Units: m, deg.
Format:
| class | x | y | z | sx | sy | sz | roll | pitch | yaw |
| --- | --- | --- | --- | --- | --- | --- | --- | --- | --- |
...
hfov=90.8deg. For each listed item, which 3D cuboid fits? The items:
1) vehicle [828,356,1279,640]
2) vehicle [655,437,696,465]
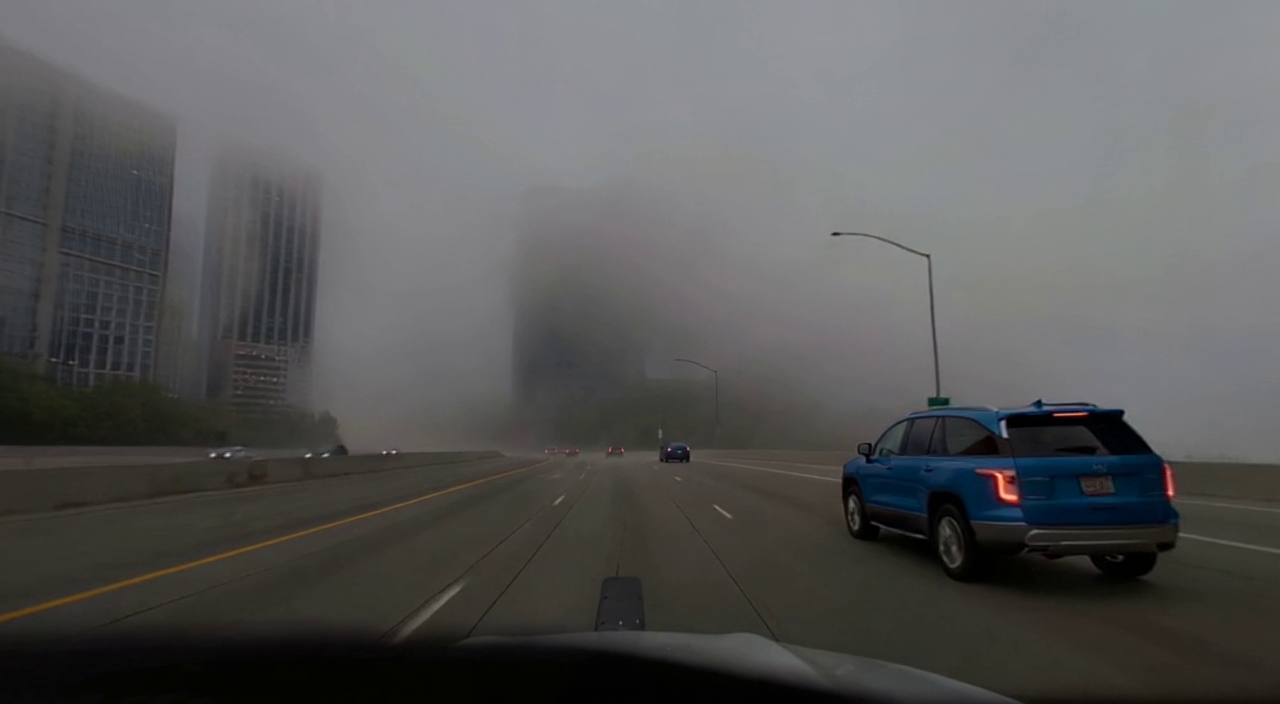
| class | x | y | z | sx | sy | sz | roll | pitch | yaw |
| --- | --- | --- | --- | --- | --- | --- | --- | --- | --- |
| vehicle | 3.709 | 1.251 | 6.348 | 2.182 | 1.826 | 4.392 | 0 | -8 | -1 |
| vehicle | 2.296 | 6.614 | 42.333 | 2.110 | 1.780 | 4.682 | 1 | -8 | -5 |
